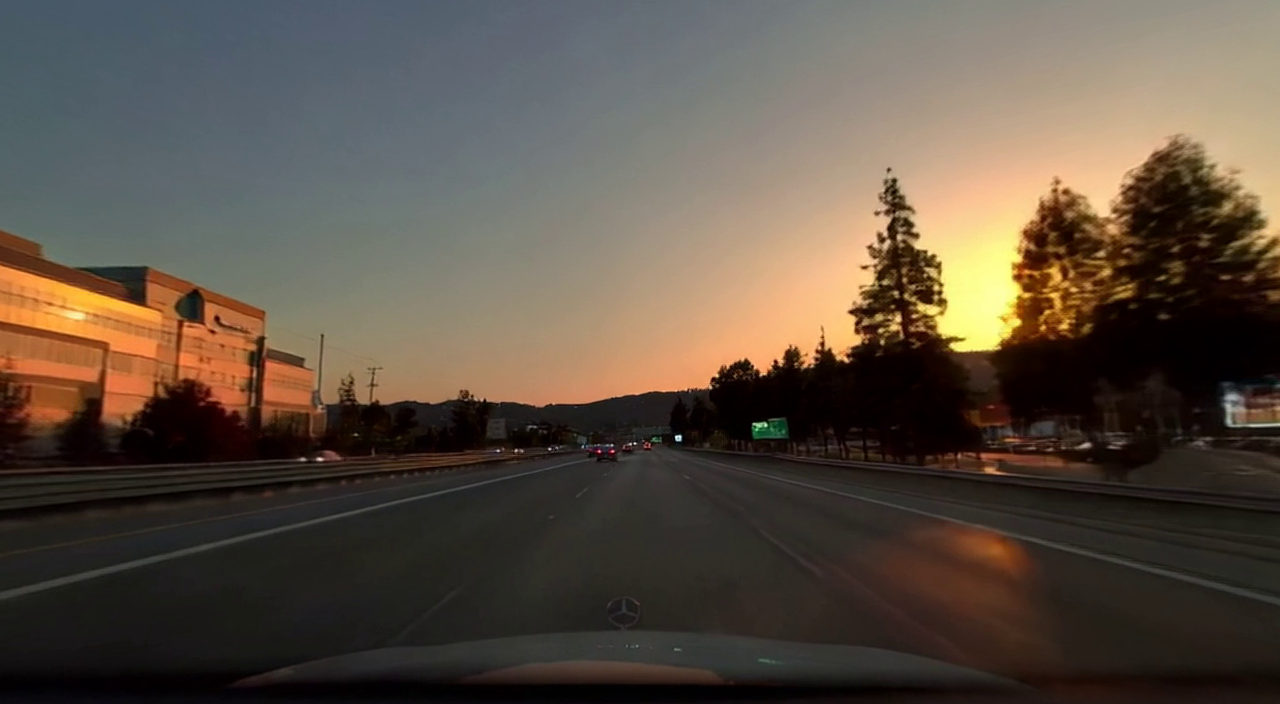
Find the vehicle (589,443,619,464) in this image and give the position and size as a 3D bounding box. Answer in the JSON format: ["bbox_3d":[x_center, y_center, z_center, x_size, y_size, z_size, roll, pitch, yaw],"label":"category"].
[{"bbox_3d":[-2.757,7.909,49.267,2.015,1.557,4.229,0,-9,0],"label":"vehicle"}]
